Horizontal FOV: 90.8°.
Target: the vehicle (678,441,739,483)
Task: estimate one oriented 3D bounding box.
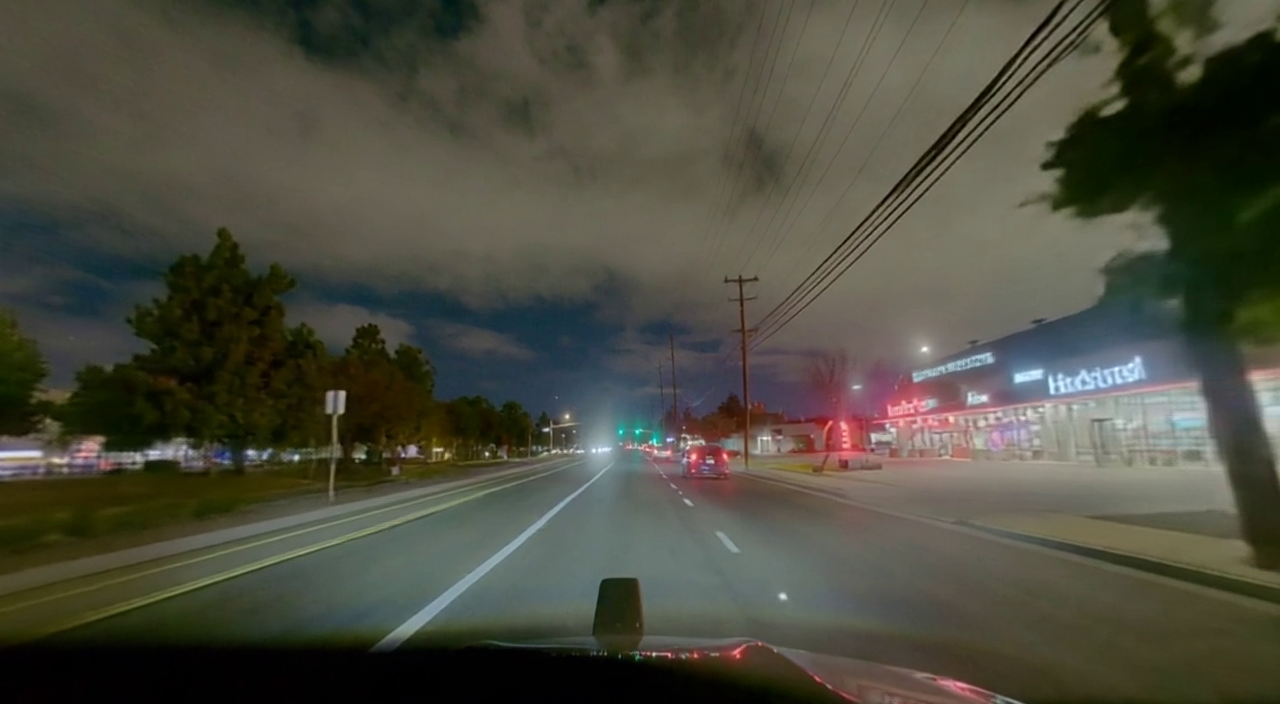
[{"bbox_3d":[2.634,4.330,25.129,1.975,1.497,3.647,0,-9,-1],"label":"vehicle"}]
